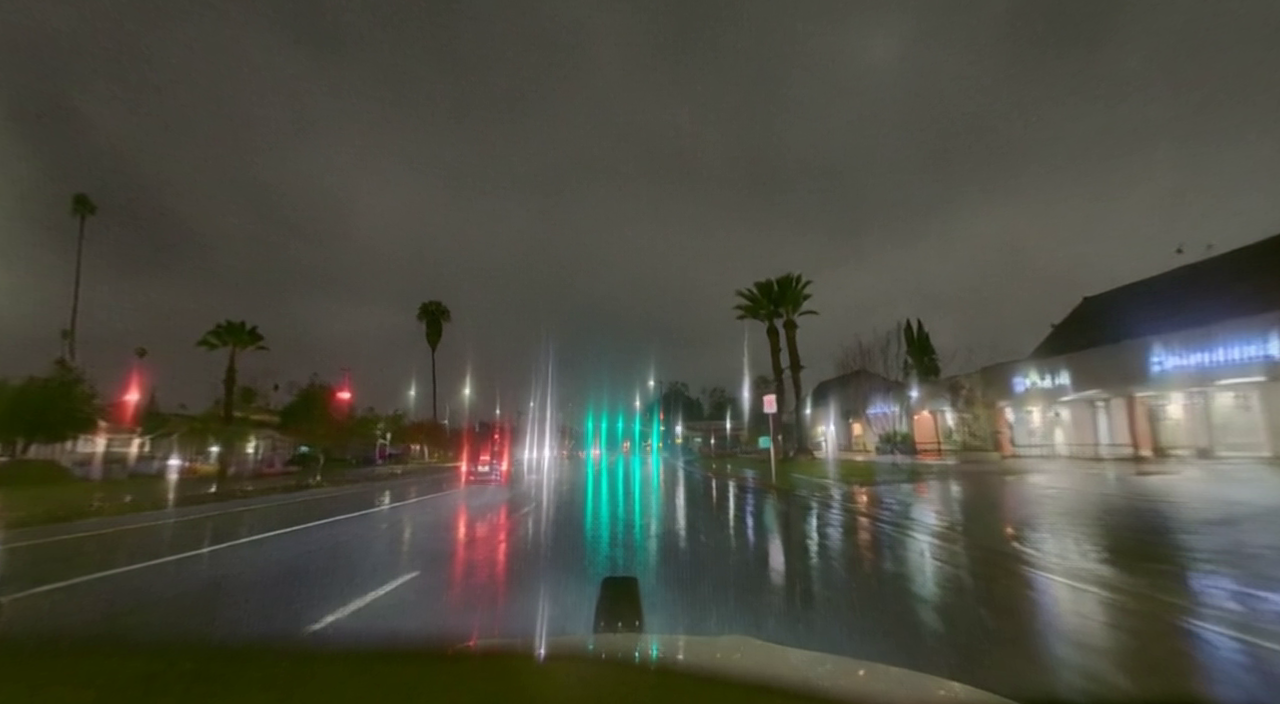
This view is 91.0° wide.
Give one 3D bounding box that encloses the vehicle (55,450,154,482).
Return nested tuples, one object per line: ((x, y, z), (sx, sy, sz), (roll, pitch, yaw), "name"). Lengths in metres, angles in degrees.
((-34.401, 7.276, 40.479), (4.863, 1.903, 2.481), (-3, -9, 18), "vehicle")

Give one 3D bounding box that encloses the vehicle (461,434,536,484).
((-5.661, 4.339, 25.770), (2.136, 1.844, 4.363), (0, -8, -2), "vehicle")
